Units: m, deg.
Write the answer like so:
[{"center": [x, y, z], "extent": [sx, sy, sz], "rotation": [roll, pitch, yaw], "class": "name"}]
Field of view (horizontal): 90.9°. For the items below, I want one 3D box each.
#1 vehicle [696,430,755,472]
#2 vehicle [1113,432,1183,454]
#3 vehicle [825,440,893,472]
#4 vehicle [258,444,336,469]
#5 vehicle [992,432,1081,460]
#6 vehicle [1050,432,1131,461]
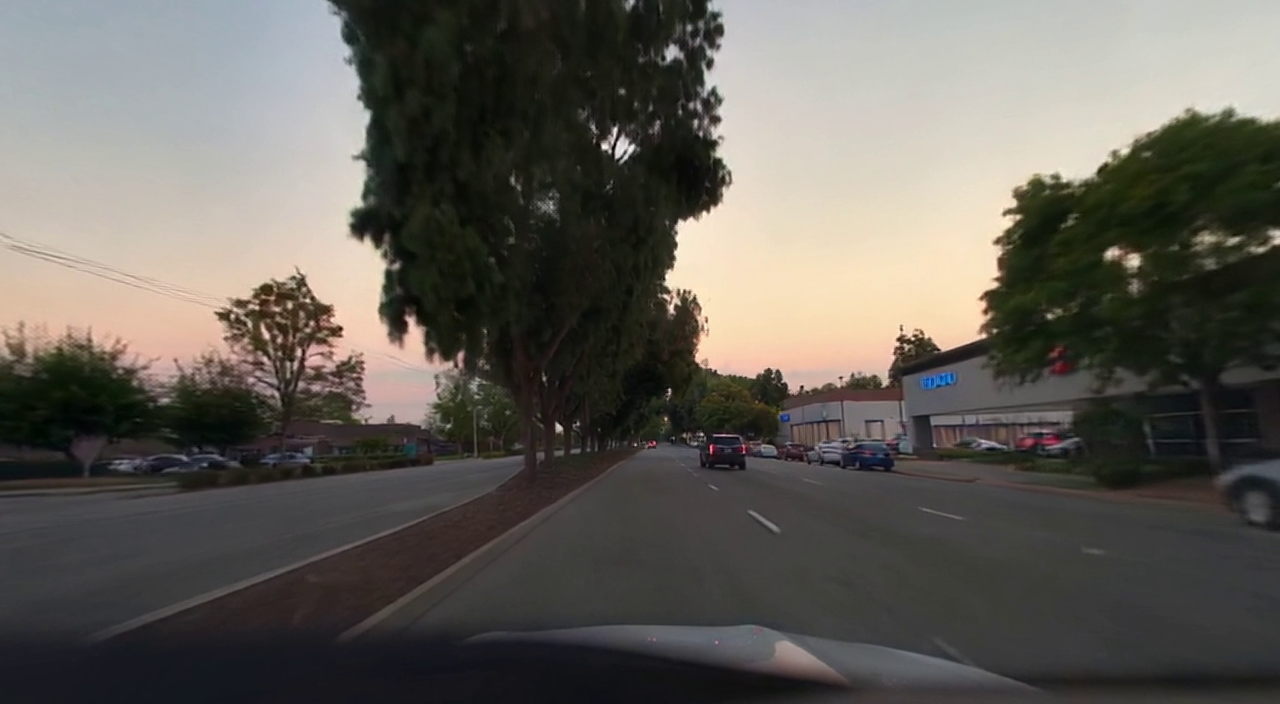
[{"center": [4.038, 4.795, 30.695], "extent": [2.183, 1.845, 4.482], "rotation": [0, -8, -1], "class": "vehicle"}, {"center": [32.964, 5.924, 41.025], "extent": [1.563, 1.393, 3.573], "rotation": [0, -8, 0], "class": "vehicle"}, {"center": [11.070, 5.283, 32.220], "extent": [1.842, 1.474, 4.456], "rotation": [0, -8, 0], "class": "vehicle"}, {"center": [-26.806, 8.176, 49.374], "extent": [4.874, 1.859, 2.019], "rotation": [0, -8, -2], "class": "vehicle"}, {"center": [23.202, 5.553, 37.147], "extent": [1.926, 1.503, 4.994], "rotation": [0, -8, -1], "class": "vehicle"}, {"center": [26.046, 5.431, 36.586], "extent": [1.868, 1.500, 3.853], "rotation": [-1, -7, 1], "class": "vehicle"}]
